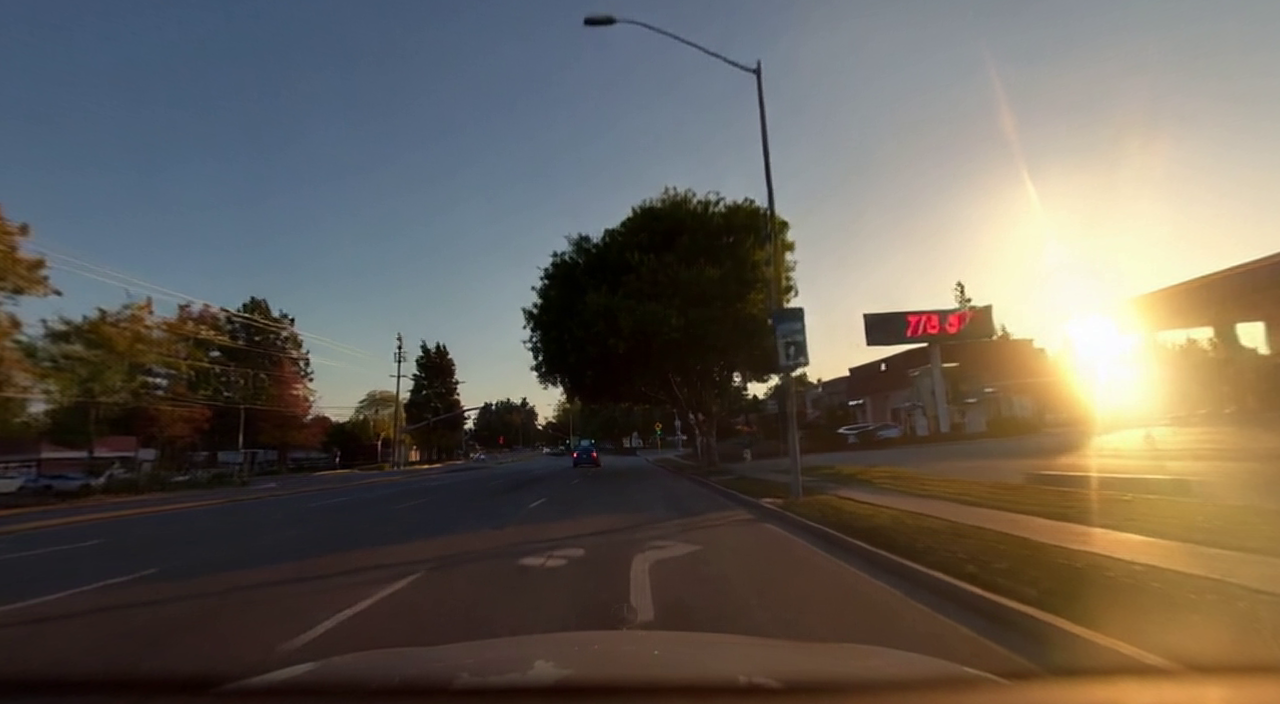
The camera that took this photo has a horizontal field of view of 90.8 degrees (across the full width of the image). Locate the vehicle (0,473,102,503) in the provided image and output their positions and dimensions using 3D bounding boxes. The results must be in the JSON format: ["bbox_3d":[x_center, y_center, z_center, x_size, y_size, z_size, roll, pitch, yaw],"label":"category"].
[{"bbox_3d":[-34.133,7.792,36.208,4.614,1.534,2.229,0,-8,2],"label":"vehicle"}]
